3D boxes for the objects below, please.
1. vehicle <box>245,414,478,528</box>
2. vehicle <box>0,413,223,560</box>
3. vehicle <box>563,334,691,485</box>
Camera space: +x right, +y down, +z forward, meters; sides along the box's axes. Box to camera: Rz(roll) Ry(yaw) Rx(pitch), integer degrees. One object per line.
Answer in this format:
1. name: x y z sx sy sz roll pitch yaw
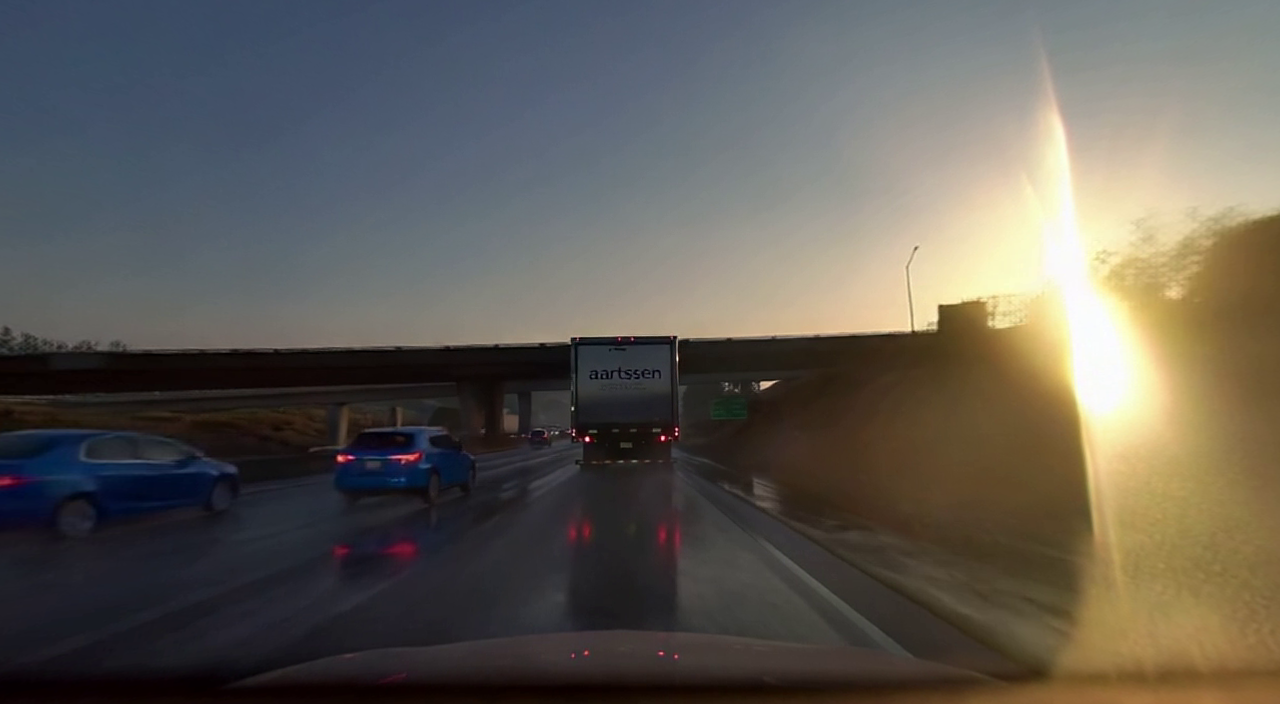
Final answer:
1. vehicle: -4.676 2.056 11.603 2.052 1.639 4.894 0 -8 0
2. vehicle: -7.867 1.643 8.167 1.944 1.565 4.383 0 -8 -1
3. vehicle: -0.428 2.250 22.520 3.442 4.106 10.719 0 -8 -1
